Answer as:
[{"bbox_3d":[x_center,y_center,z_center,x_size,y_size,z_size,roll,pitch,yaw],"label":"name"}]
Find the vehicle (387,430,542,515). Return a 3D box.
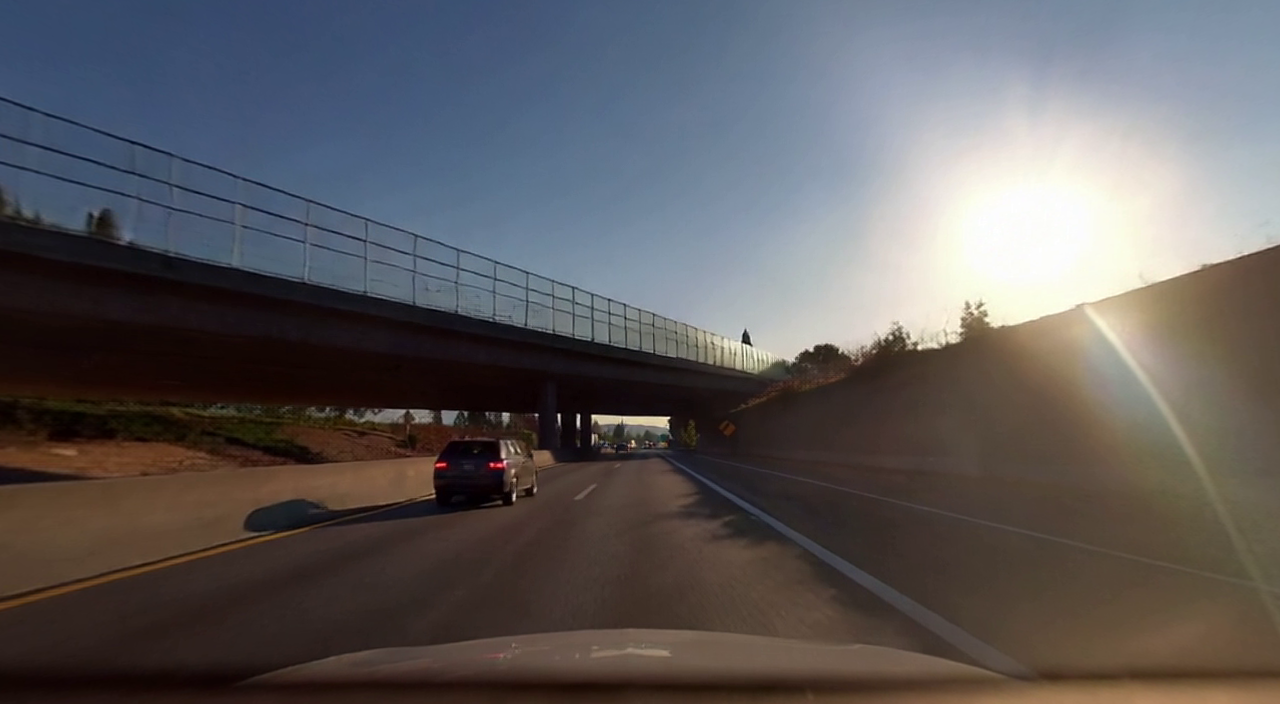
[{"bbox_3d":[-3.537,2.509,13.658,2.051,1.531,4.250,0,-8,1],"label":"vehicle"}]
